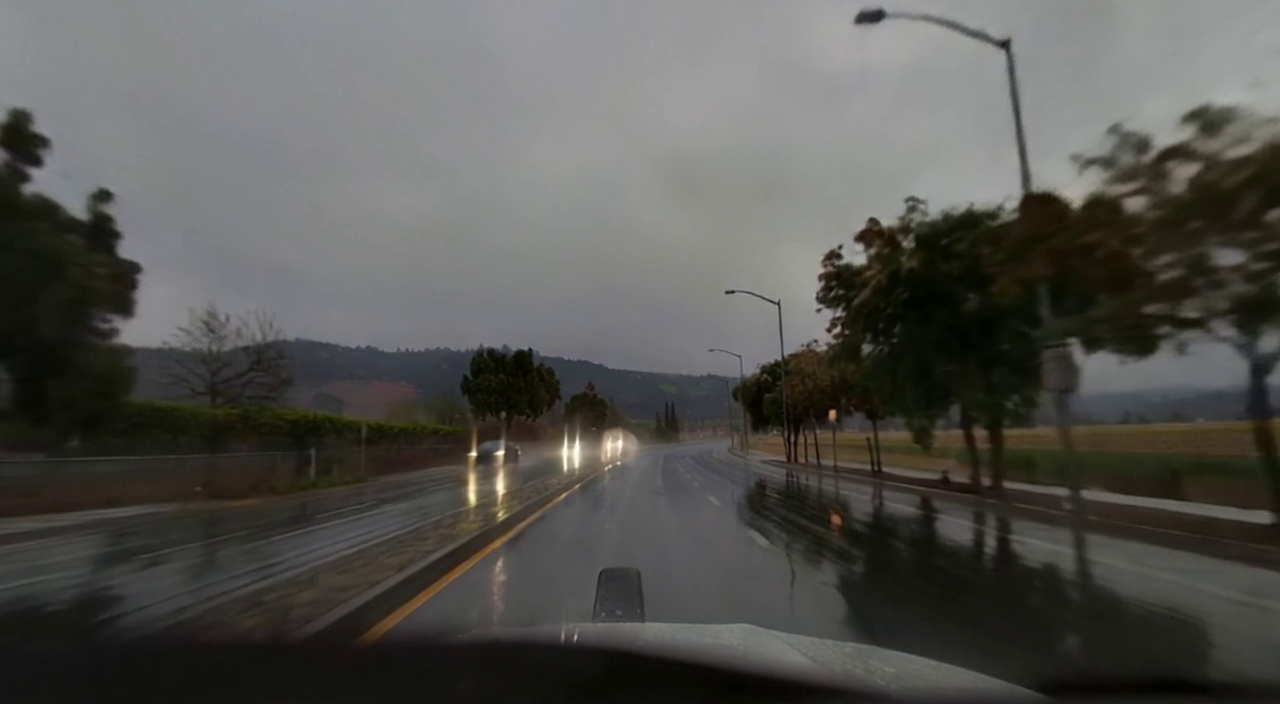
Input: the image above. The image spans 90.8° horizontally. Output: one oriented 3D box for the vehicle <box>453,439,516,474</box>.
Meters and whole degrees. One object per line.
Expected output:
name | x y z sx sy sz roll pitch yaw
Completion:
vehicle | -8.099 5.477 33.401 2.058 1.680 4.315 0 -8 2
